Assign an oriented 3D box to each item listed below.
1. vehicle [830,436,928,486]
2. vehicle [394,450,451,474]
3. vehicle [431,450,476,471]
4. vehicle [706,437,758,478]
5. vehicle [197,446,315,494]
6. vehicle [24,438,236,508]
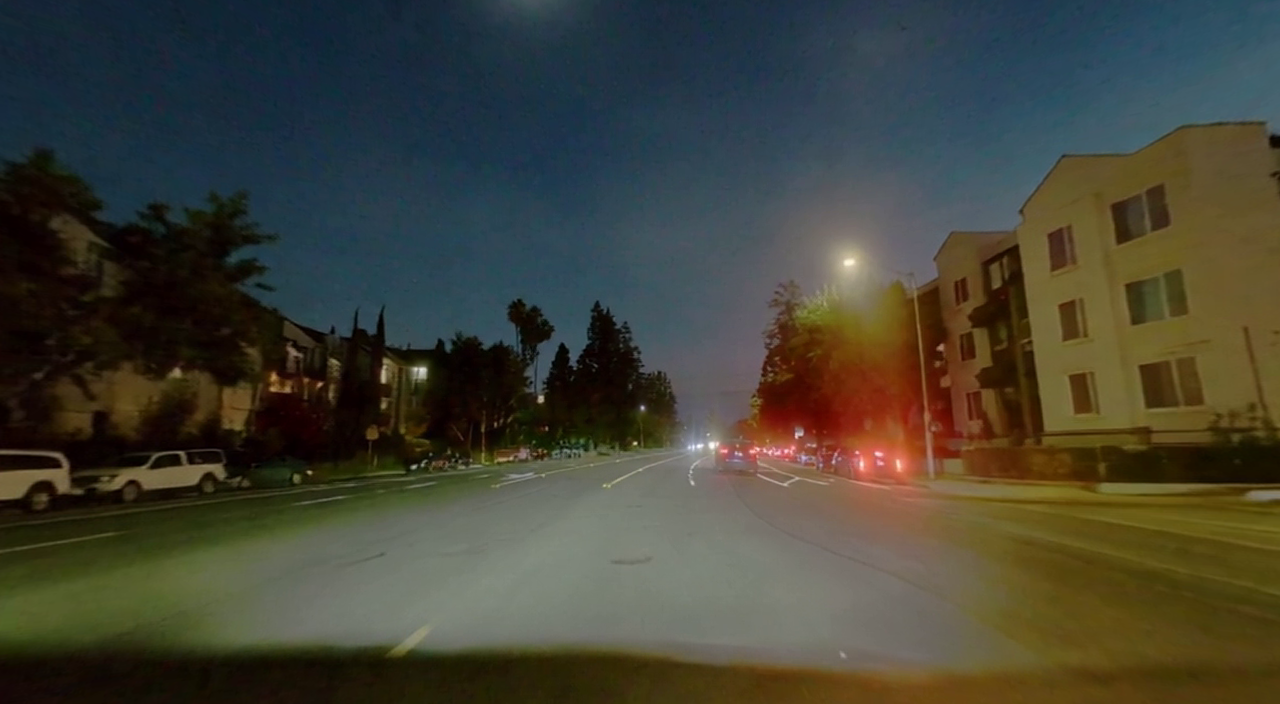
[{"bbox_3d":[10.574,4.869,28.600,2.460,2.002,5.900,-1,-8,4],"label":"vehicle"},{"bbox_3d":[-15.193,7.693,44.426,2.002,1.510,4.755,-1,-8,4],"label":"vehicle"},{"bbox_3d":[-14.694,8.557,49.984,1.822,1.478,4.275,-1,-8,6],"label":"vehicle"},{"bbox_3d":[4.314,5.027,30.378,2.085,1.763,4.490,-1,-8,3],"label":"vehicle"},{"bbox_3d":[-16.351,5.007,27.246,2.014,1.734,4.651,-2,-7,3],"label":"vehicle"},{"bbox_3d":[-16.810,3.978,21.451,2.194,2.022,5.828,0,-8,2],"label":"vehicle"}]
